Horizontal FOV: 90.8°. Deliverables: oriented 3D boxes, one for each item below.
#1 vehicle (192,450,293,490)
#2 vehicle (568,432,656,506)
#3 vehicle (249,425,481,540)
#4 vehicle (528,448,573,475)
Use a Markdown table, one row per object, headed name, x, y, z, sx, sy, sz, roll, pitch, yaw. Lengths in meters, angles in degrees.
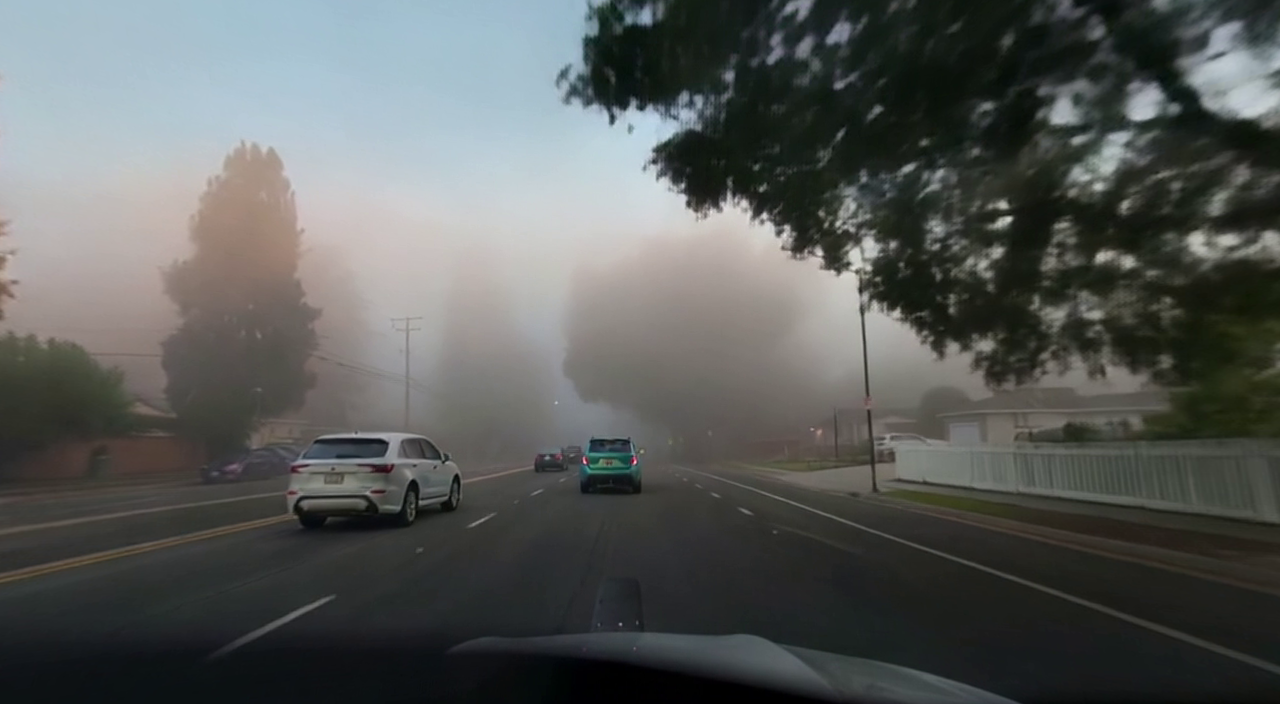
| name | x | y | z | sx | sy | sz | roll | pitch | yaw |
| --- | --- | --- | --- | --- | --- | --- | --- | --- | --- |
| vehicle | -19.384 | 5.738 | 31.120 | 1.971 | 1.759 | 4.631 | 0 | -9 | -1 |
| vehicle | -0.714 | 3.161 | 17.467 | 2.131 | 1.761 | 4.242 | 0 | -9 | -1 |
| vehicle | -4.751 | 2.322 | 11.917 | 2.243 | 1.722 | 4.621 | 0 | -9 | 0 |
| vehicle | -5.321 | 6.551 | 38.067 | 2.014 | 1.493 | 4.658 | 0 | -9 | 0 |
